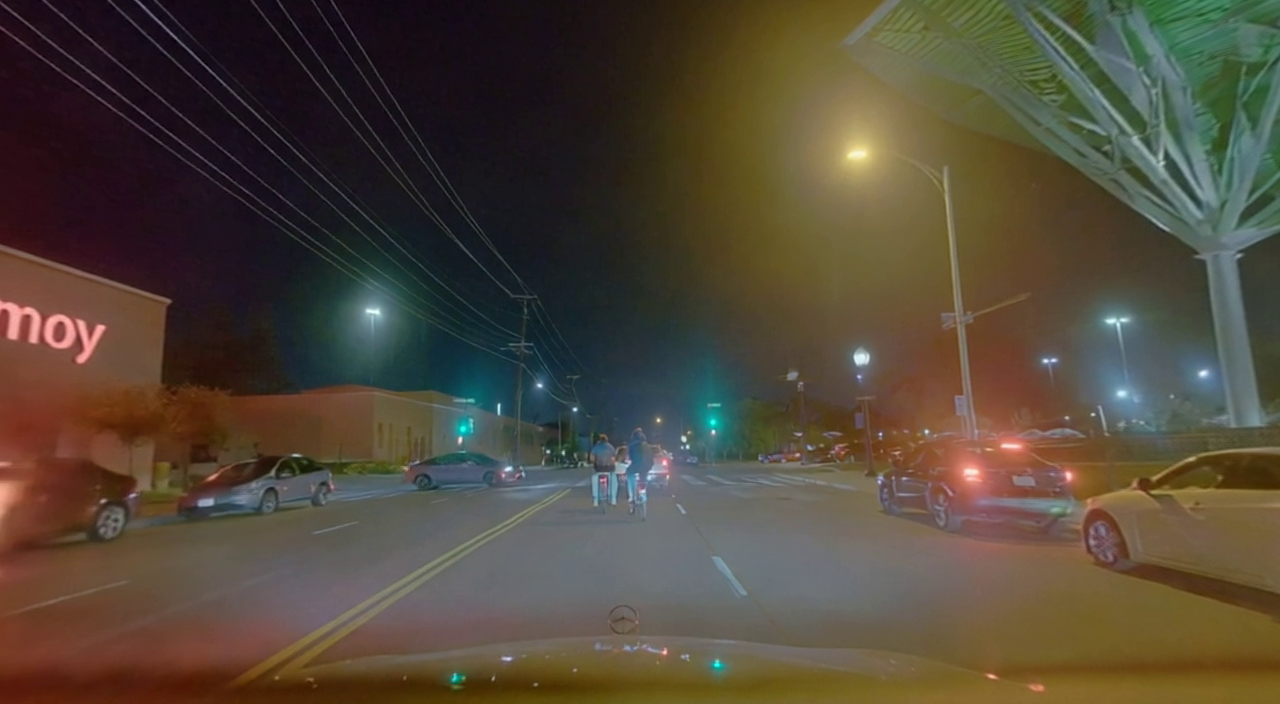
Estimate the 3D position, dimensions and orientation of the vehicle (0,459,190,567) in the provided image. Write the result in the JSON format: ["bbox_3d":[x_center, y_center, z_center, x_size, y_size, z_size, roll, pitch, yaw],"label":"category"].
[{"bbox_3d":[-10.250,2.604,10.686,1.904,1.495,4.585,0,-9,-1],"label":"vehicle"}]

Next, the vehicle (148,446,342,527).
[{"bbox_3d":[-10.266,3.460,17.028,2.075,1.816,4.900,0,-8,-1],"label":"vehicle"}]

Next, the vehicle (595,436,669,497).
[{"bbox_3d":[-0.219,3.702,20.768,2.190,1.783,4.048,0,-8,0],"label":"vehicle"}]

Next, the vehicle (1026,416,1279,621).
[{"bbox_3d":[5.882,1.448,5.969,1.900,1.566,3.995,0,-8,0],"label":"vehicle"}]

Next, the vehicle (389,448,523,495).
[{"bbox_3d":[-7.523,4.935,26.359,4.961,1.832,2.287,1,-9,-6],"label":"vehicle"}]

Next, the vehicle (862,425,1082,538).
[{"bbox_3d":[5.808,2.286,11.752,1.873,1.714,3.979,0,-8,0],"label":"vehicle"}]

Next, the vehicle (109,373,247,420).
[{"bbox_3d":[-17.113,1.681,23.571,3.685,1.584,1.708,1,-9,-3],"label":"vehicle"}]
